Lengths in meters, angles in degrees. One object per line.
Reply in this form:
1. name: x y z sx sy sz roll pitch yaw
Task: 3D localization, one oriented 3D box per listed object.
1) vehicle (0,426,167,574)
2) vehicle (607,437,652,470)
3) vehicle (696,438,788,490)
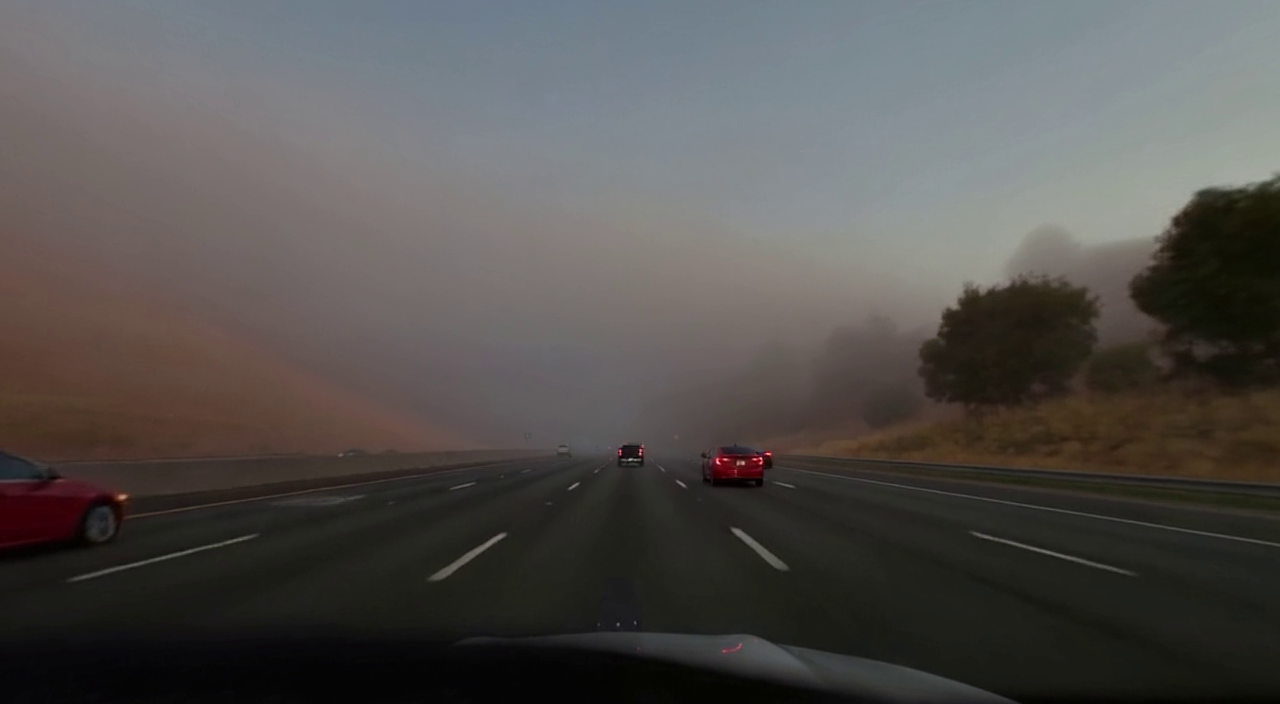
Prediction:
1. vehicle: -7.558 1.499 6.312 1.922 1.508 4.816 0 -8 0
2. vehicle: -0.554 5.503 34.517 2.277 1.675 4.023 0 -8 0
3. vehicle: 3.199 3.632 20.874 2.120 1.492 4.734 0 -8 -1
